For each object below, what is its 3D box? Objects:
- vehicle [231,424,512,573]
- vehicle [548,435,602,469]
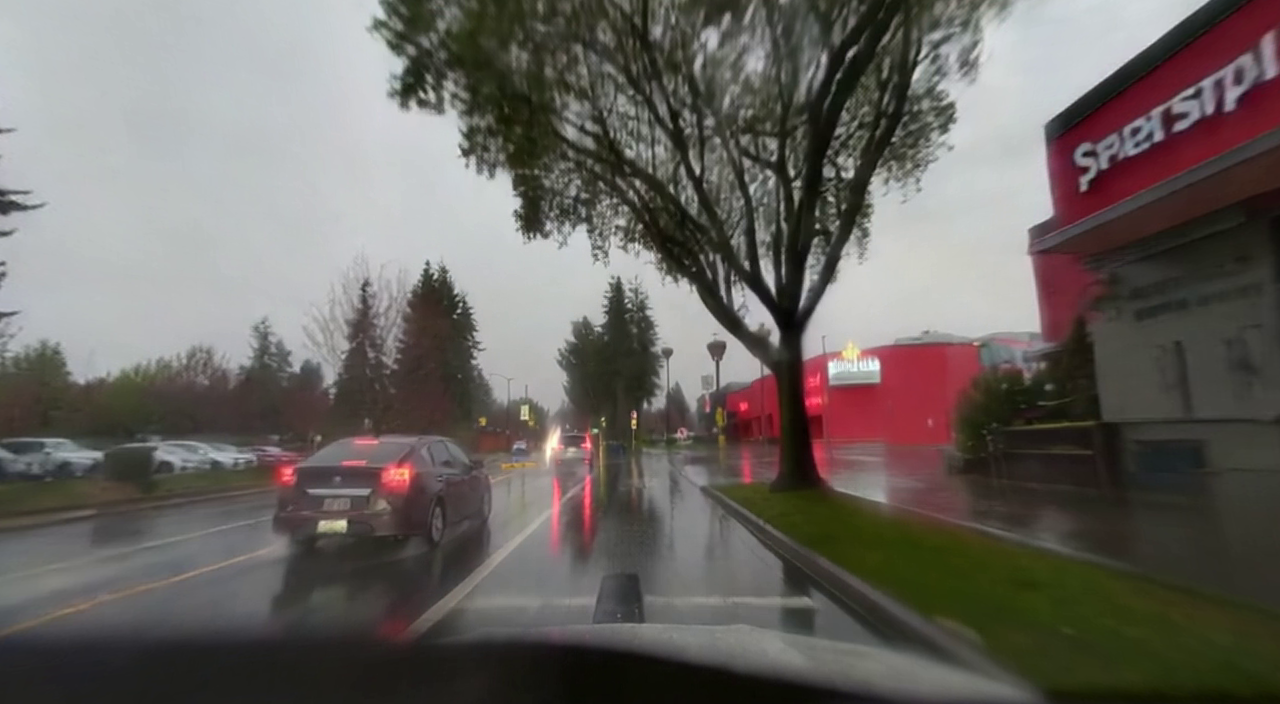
[{"bbox_3d":[-3.164,1.776,8.590,1.853,1.478,4.381,0,-8,1],"label":"vehicle"},{"bbox_3d":[-2.965,4.632,29.440,1.962,1.424,4.289,0,-8,1],"label":"vehicle"}]
